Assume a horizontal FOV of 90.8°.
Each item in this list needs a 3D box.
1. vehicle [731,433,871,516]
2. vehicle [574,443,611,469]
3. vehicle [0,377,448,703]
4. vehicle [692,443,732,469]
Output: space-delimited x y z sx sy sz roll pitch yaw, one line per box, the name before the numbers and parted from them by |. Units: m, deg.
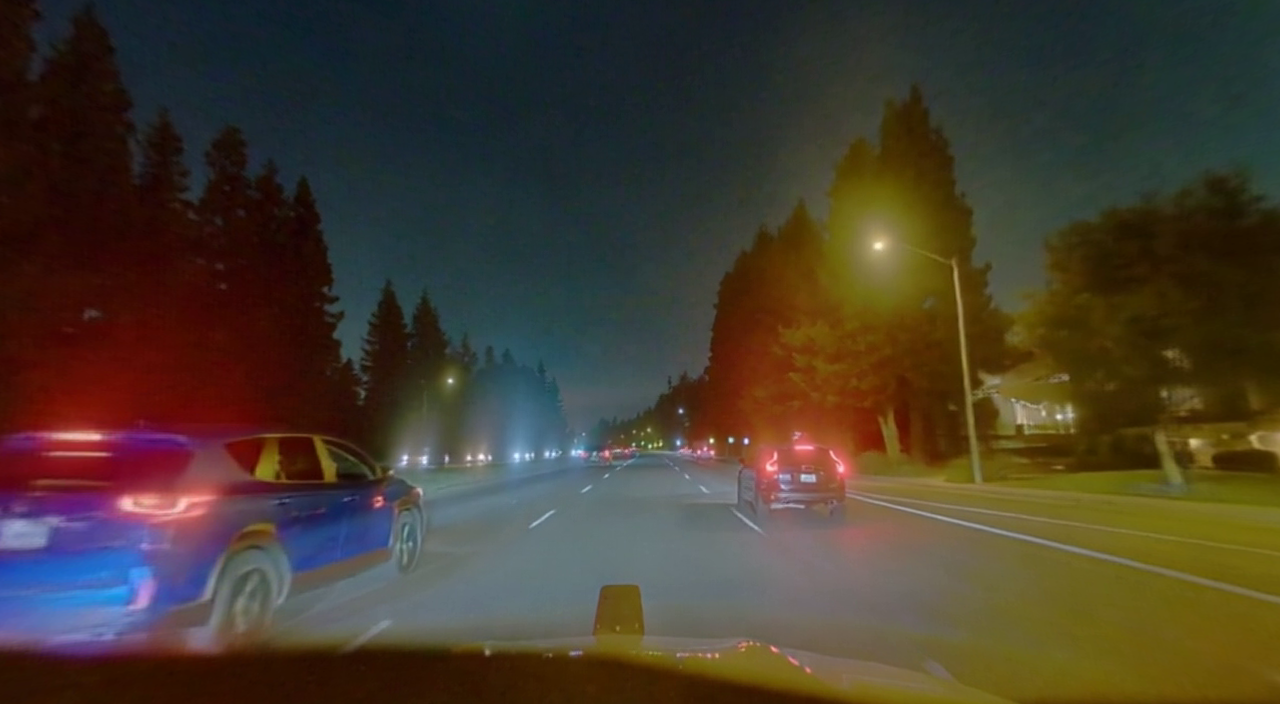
vehicle | 3.564 2.800 14.997 2.132 1.659 4.387 0 -8 0
vehicle | -2.993 6.632 40.445 1.988 1.569 4.202 0 -8 1
vehicle | -3.467 1.313 5.656 2.045 1.688 4.632 0 -8 0
vehicle | 4.850 6.999 42.845 2.169 1.669 4.037 0 -8 -1
